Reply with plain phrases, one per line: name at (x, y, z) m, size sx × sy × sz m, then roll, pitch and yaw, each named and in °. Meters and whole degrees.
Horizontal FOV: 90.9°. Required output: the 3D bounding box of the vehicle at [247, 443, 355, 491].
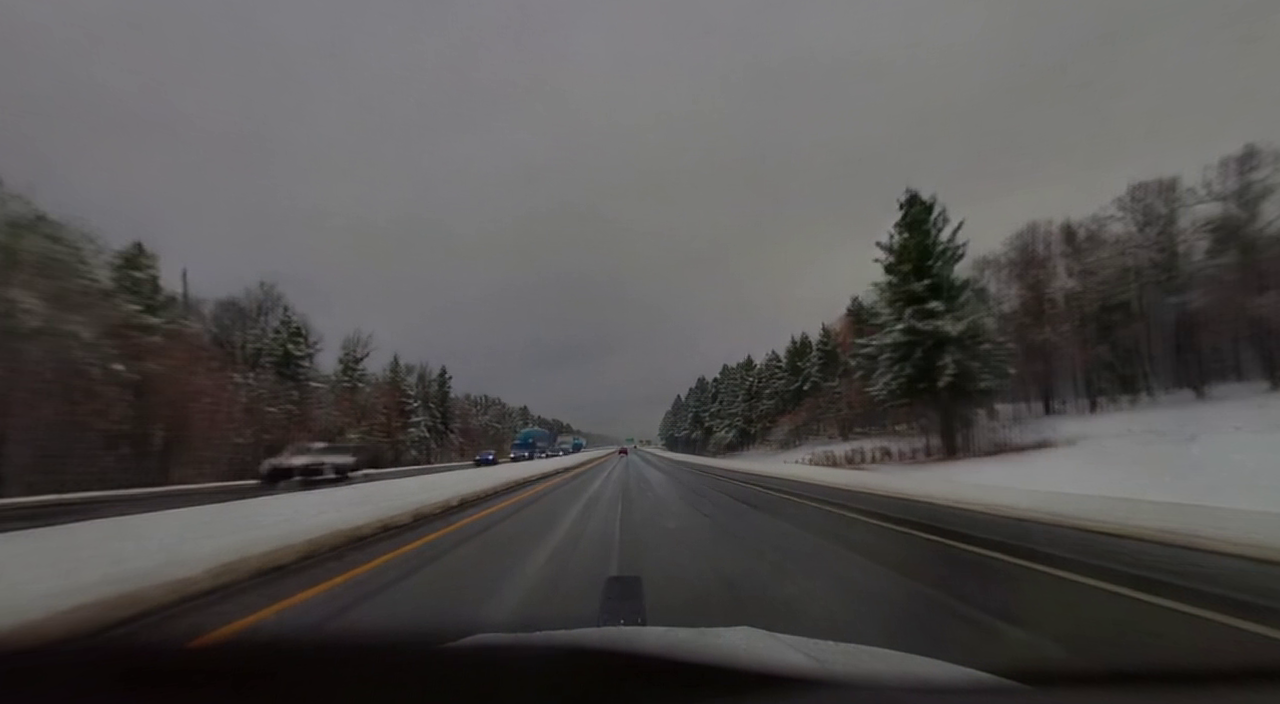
vehicle at (-14.859, 5.047, 28.032) m, size 2.081 × 1.911 × 5.017 m, roll 0°, pitch -9°, yaw -1°
